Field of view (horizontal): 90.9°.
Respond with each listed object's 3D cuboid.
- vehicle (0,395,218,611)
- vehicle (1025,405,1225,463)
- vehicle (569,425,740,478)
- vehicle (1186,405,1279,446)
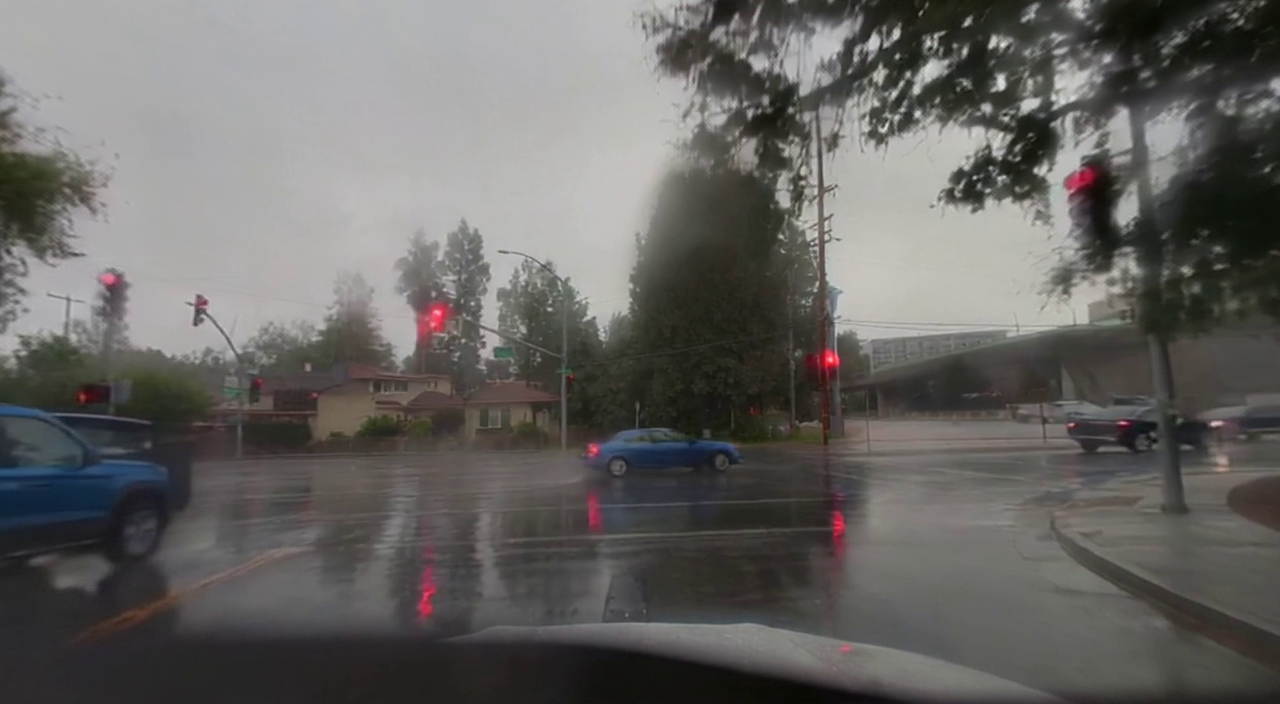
[{"bbox_3d":[-6.135,1.271,5.447,1.928,1.726,4.704,1,-9,-4],"label":"vehicle"},{"bbox_3d":[14.857,2.548,19.475,4.636,1.668,1.935,1,-8,-4],"label":"vehicle"},{"bbox_3d":[0.356,2.893,18.459,4.757,1.442,1.858,1,-9,-5],"label":"vehicle"},{"bbox_3d":[28.604,3.443,29.193,4.966,1.806,2.007,1,-9,-7],"label":"vehicle"}]
